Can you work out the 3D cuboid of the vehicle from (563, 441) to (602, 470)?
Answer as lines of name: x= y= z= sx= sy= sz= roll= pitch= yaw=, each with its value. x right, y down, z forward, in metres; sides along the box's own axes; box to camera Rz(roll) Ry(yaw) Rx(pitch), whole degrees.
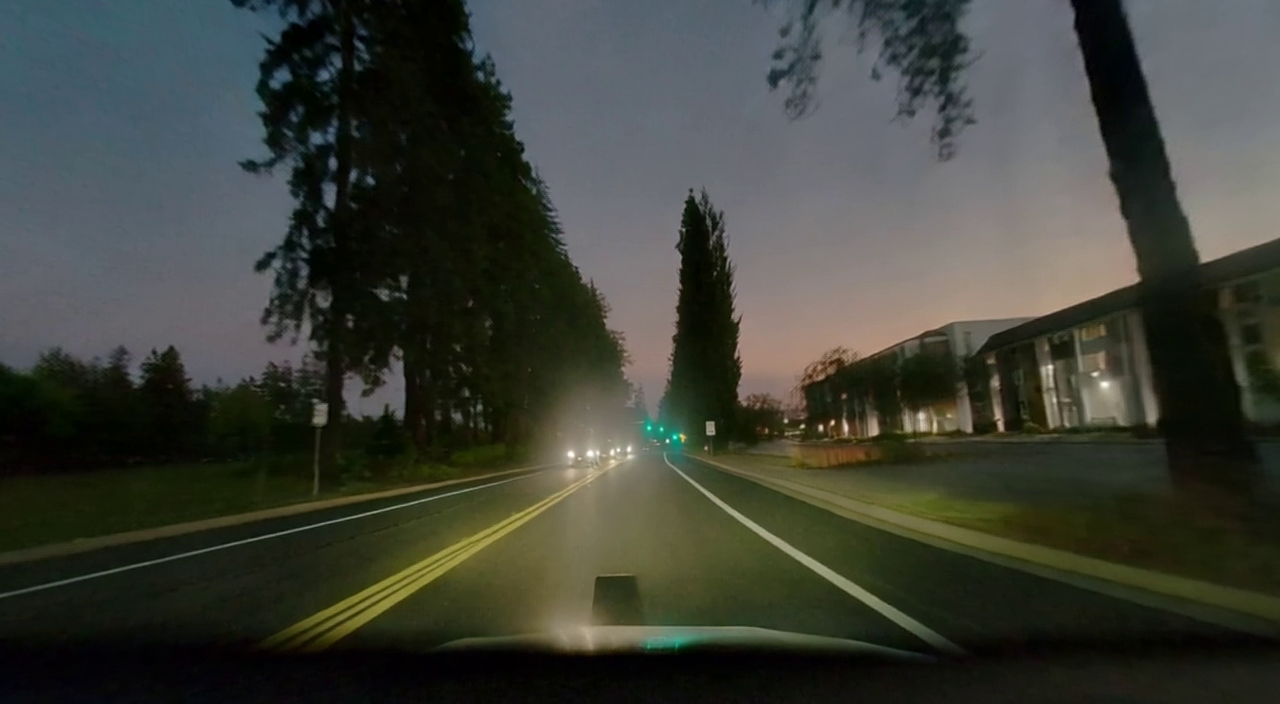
vehicle: x=-3.703 y=6.694 z=41.174 sx=1.984 sy=1.705 sz=4.346 roll=-1 pitch=-8 yaw=2
